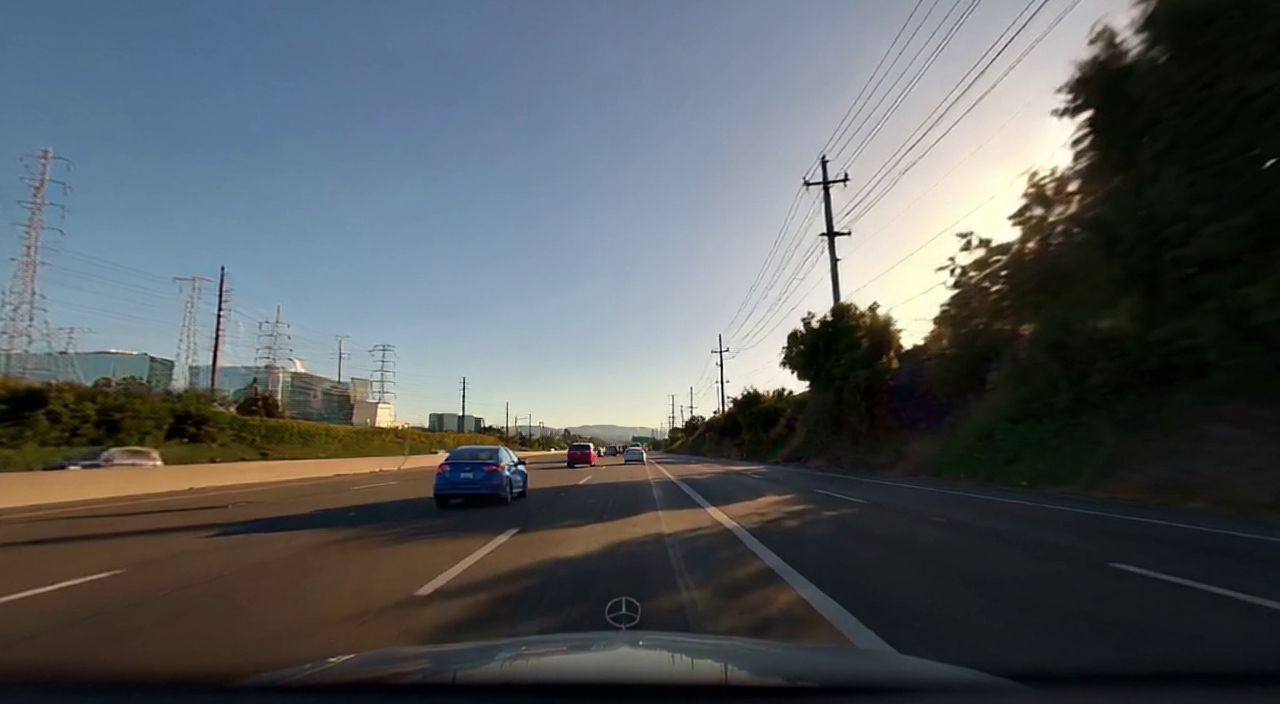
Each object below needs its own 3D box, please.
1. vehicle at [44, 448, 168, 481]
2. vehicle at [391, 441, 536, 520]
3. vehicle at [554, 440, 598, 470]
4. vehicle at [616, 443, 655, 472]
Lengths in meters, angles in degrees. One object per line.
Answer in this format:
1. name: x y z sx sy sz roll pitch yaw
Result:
1. vehicle: -30.460 6.392 36.330 2.133 1.678 5.690 0 -9 0
2. vehicle: -3.635 2.707 13.910 1.938 1.444 4.206 0 -8 0
3. vehicle: -3.930 6.431 39.712 2.244 1.752 4.439 0 -8 0
4. vehicle: -0.222 5.828 35.022 2.030 1.471 4.115 0 -8 0
